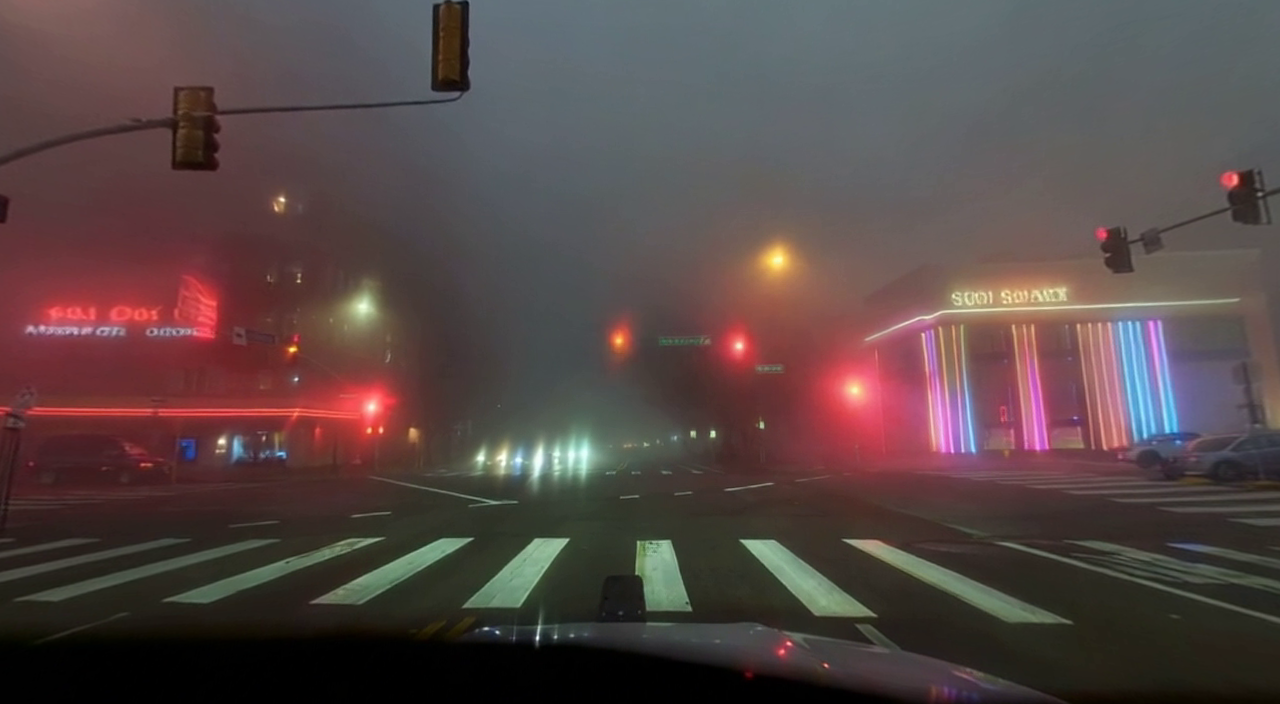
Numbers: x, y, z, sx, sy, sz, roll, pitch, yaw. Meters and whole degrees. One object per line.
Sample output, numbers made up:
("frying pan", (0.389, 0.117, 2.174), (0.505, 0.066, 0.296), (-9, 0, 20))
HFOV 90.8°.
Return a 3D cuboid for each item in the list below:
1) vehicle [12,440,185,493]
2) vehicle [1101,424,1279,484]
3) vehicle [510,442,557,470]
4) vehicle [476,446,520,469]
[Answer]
("vehicle", (-21.146, 4.431, 24.769), (5.161, 1.910, 2.275), (-2, -9, 11))
("vehicle", (15.408, 2.699, 16.772), (4.651, 1.463, 1.880), (-2, -9, 8))
("vehicle", (-6.780, 6.691, 40.754), (2.181, 1.703, 4.512), (0, -9, 1))
("vehicle", (-9.859, 7.359, 44.122), (2.106, 1.505, 4.228), (0, -9, 0))
